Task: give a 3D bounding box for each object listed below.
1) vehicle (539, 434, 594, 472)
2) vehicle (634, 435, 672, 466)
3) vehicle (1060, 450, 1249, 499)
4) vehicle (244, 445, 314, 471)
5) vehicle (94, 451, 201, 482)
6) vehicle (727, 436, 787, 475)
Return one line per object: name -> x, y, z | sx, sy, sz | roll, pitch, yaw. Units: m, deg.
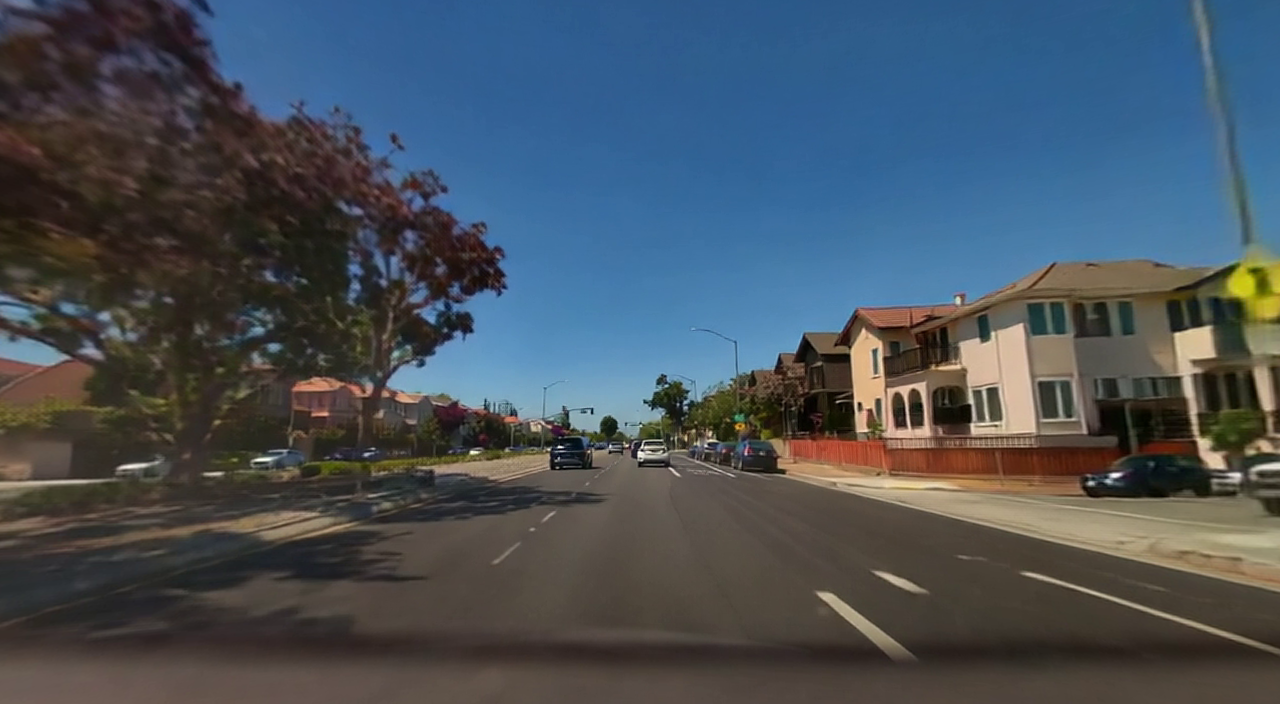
vehicle -> -3.618, 5.104, 32.000 | 2.233, 1.775, 4.491 | 0, -9, 0
vehicle -> 0.766, 6.316, 40.614 | 2.273, 1.851, 5.075 | 0, -9, -1
vehicle -> 16.511, 3.919, 20.454 | 4.459, 1.455, 1.901 | 0, -9, -1
vehicle -> -25.700, 7.554, 45.214 | 2.018, 1.721, 4.735 | 0, -9, 2
vehicle -> -25.568, 5.905, 33.020 | 1.839, 1.463, 4.705 | 0, -9, -1
vehicle -> 5.891, 5.272, 32.433 | 2.154, 1.824, 4.782 | 0, -9, 0
